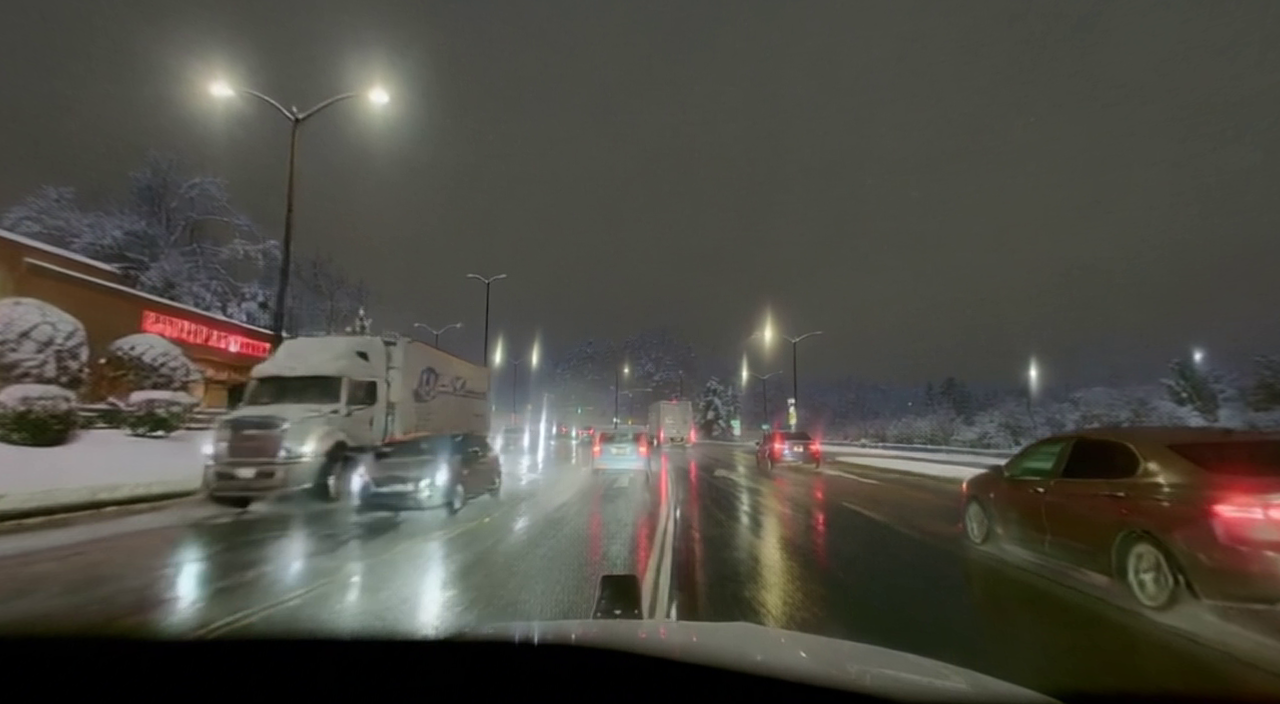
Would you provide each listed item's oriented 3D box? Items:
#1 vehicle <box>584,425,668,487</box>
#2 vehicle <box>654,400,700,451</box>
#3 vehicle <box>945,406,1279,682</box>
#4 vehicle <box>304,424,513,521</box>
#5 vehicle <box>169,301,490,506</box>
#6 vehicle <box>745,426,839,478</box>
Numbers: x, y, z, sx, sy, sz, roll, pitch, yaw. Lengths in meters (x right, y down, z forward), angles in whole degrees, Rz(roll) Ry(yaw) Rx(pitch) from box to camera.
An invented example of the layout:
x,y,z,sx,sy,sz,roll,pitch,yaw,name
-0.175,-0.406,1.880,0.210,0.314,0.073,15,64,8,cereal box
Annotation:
x,y,z,sx,sy,sz,roll,pitch,yaw,name
-0.314,2.722,16.843,1.991,1.472,3.518,0,-8,1,vehicle
2.625,5.545,46.836,2.917,3.482,6.946,0,-8,-1,vehicle
4.496,1.224,4.896,2.081,1.434,4.833,0,-8,3,vehicle
-3.944,2.115,11.744,1.964,1.428,4.481,0,-8,4,vehicle
-6.981,1.605,16.828,2.986,3.821,10.059,0,-8,3,vehicle
4.670,3.128,19.972,1.889,1.480,3.876,0,-8,-2,vehicle
